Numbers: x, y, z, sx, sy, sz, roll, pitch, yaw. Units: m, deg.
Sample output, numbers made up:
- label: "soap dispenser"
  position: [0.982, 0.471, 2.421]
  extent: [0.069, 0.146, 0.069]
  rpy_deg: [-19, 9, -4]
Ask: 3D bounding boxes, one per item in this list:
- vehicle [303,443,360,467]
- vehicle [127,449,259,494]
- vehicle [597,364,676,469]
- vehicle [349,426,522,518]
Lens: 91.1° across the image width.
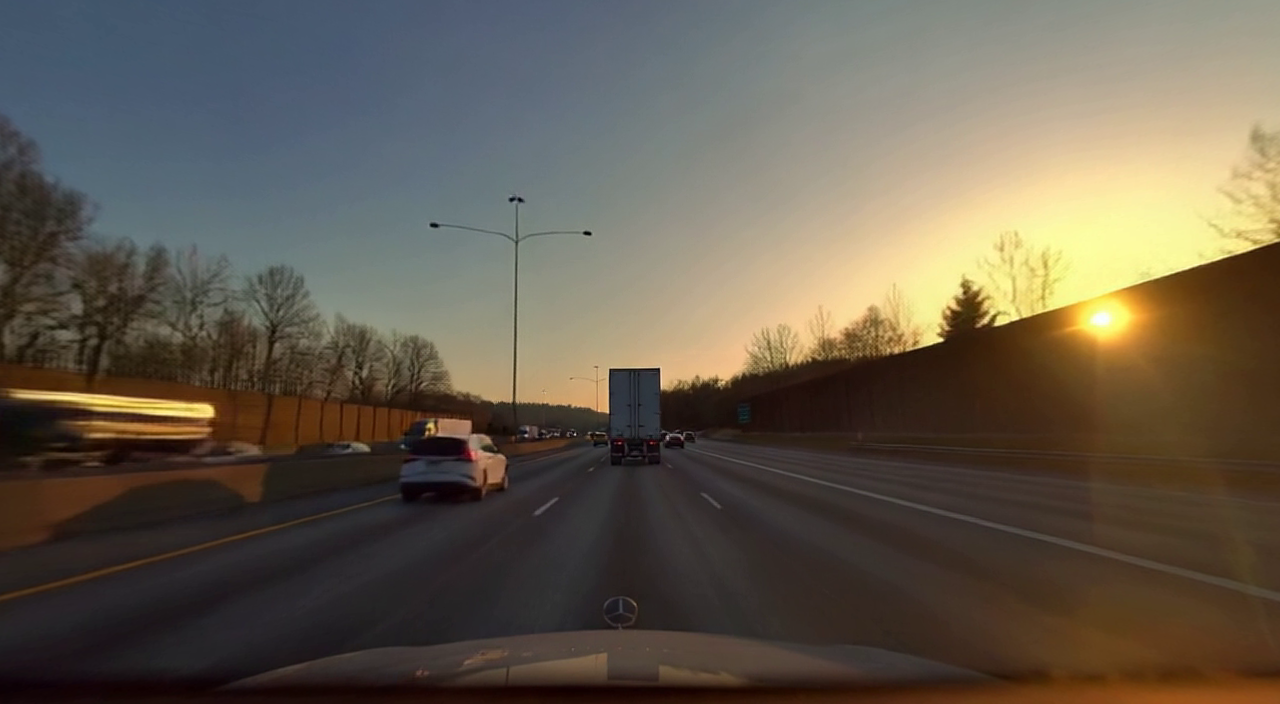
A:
- label: "vehicle"
  position: [-21.515, 7.171, 44.005]
  extent: [1.842, 1.540, 4.093]
  rpy_deg: [0, -8, 1]
- label: "vehicle"
  position: [-17.827, 4.763, 25.432]
  extent: [1.937, 1.517, 4.626]
  rpy_deg: [0, -8, 0]
- label: "vehicle"
  position: [-0.194, 3.540, 32.130]
  extent: [2.965, 3.972, 16.689]
  rpy_deg: [0, -8, 0]
- label: "vehicle"
  position: [-3.857, 2.316, 12.816]
  extent: [2.005, 1.521, 4.454]
  rpy_deg: [0, -8, 0]
